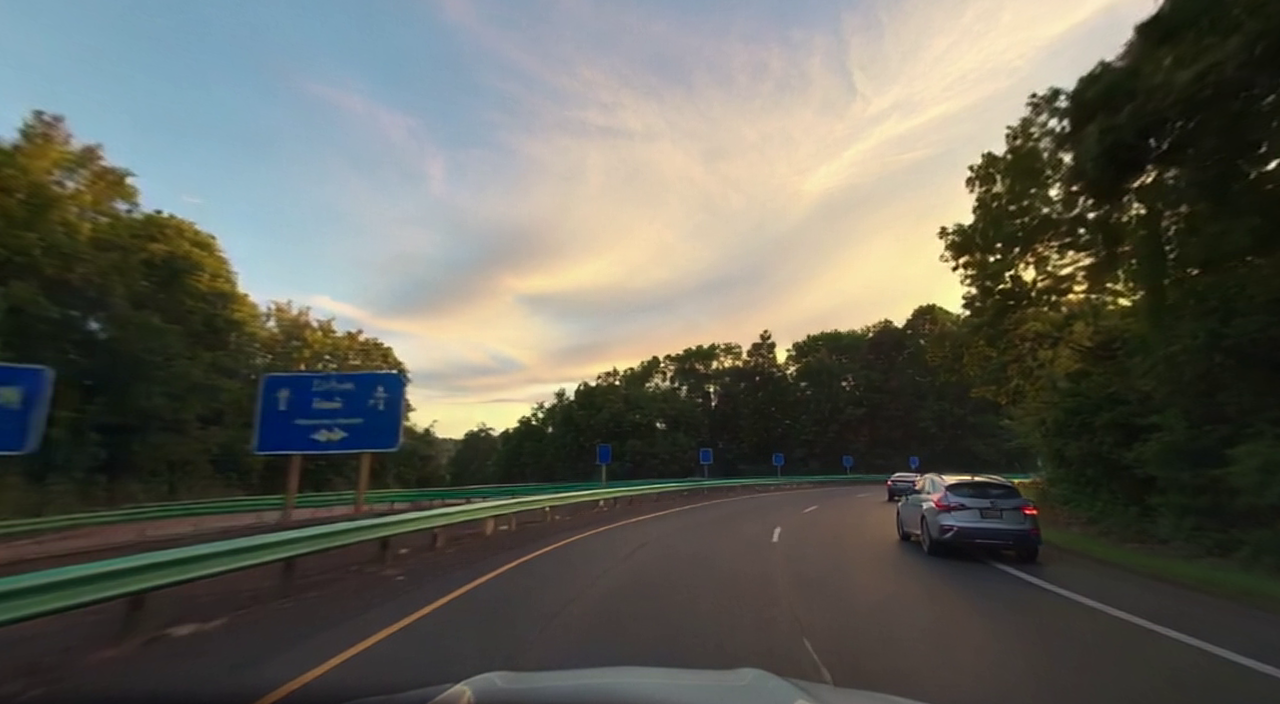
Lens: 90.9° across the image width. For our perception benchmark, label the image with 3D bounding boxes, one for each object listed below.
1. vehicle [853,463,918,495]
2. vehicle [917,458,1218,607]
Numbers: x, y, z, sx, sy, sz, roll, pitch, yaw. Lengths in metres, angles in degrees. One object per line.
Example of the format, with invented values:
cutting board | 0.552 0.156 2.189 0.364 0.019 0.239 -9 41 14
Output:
vehicle | 12.719 6.529 32.547 1.992 1.503 3.793 -7 -13 39
vehicle | 5.761 2.424 9.296 2.023 1.593 4.105 -1 -10 9
